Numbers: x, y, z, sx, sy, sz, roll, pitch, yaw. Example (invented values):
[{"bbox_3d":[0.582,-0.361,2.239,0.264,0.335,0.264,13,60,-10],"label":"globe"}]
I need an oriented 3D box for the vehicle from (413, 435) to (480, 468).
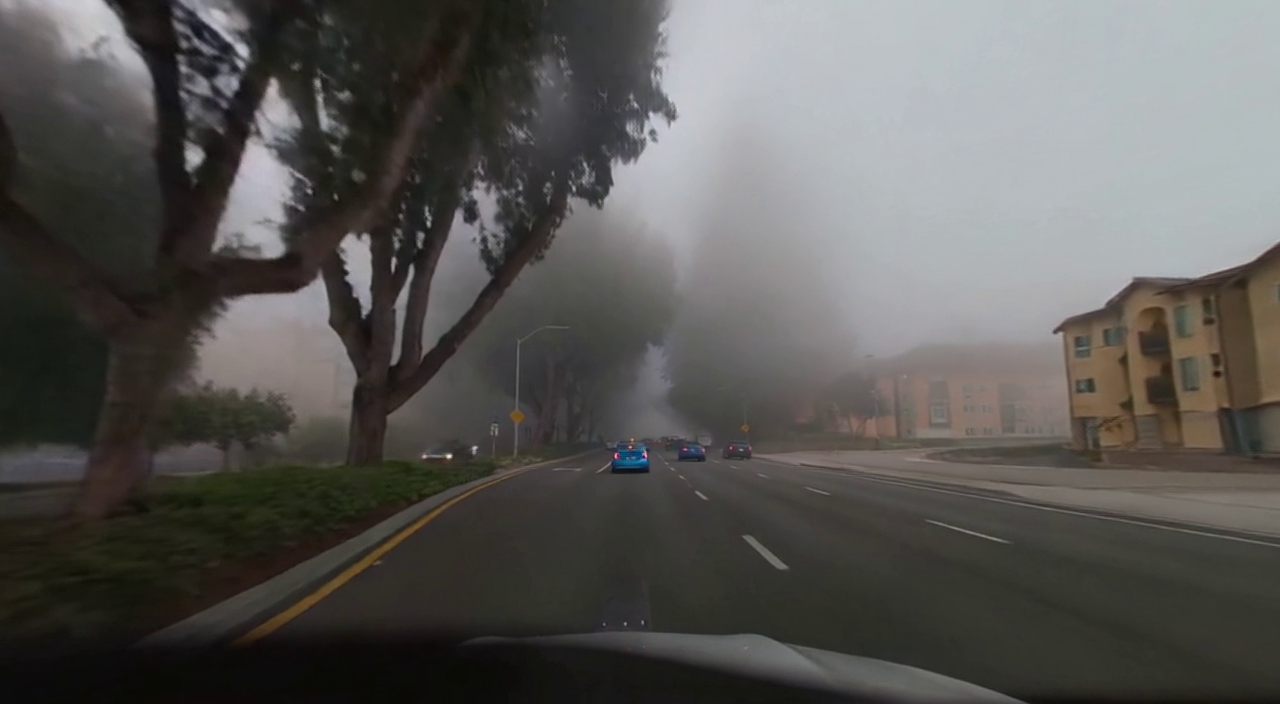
[{"bbox_3d":[-10.370,5.395,34.223,2.071,1.645,4.654,0,-8,1],"label":"vehicle"}]

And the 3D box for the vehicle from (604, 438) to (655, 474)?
[{"bbox_3d":[-0.410,4.585,27.998,2.102,1.481,3.907,0,-8,0],"label":"vehicle"}]

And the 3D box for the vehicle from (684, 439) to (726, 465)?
[{"bbox_3d":[4.006,6.240,39.512,2.067,1.514,4.188,0,-8,-2],"label":"vehicle"}]

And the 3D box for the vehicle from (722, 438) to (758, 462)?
[{"bbox_3d":[7.460,7.318,47.383,1.972,1.700,4.269,0,-8,0],"label":"vehicle"}]
